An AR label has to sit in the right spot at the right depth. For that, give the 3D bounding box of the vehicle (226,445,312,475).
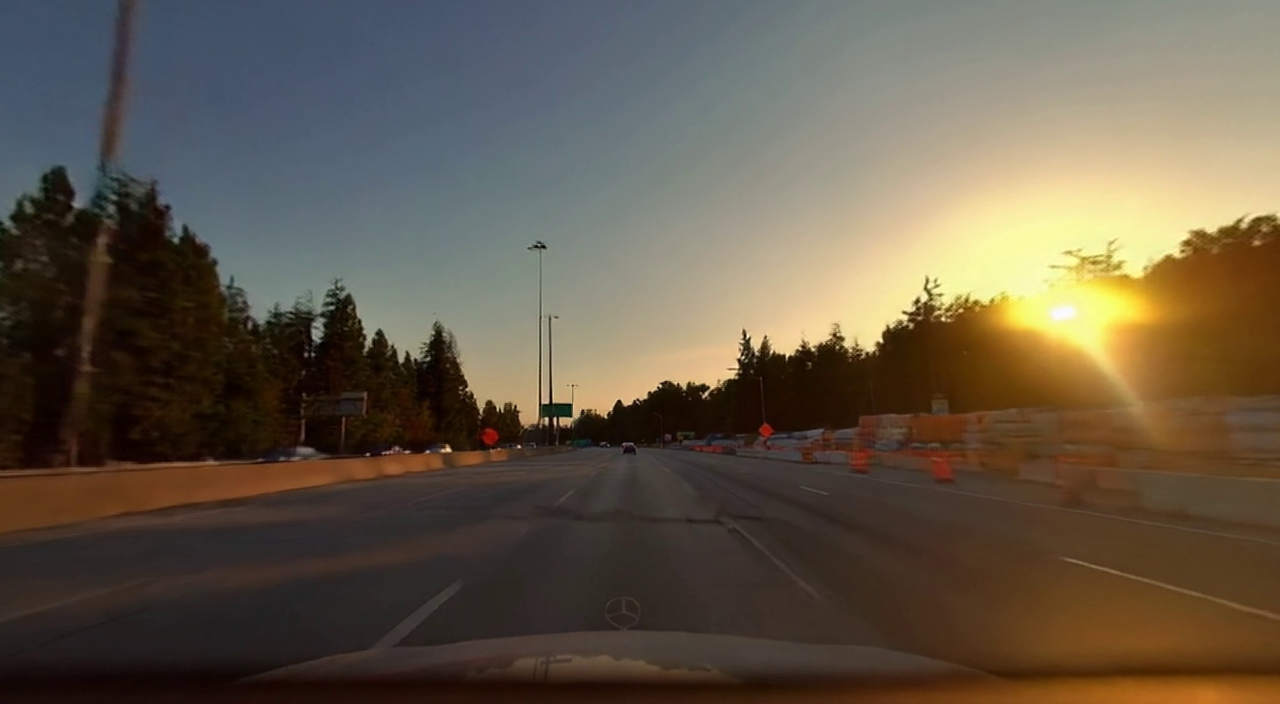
[{"bbox_3d":[-20.428,5.932,34.945,1.998,1.543,4.777,1,-9,-3],"label":"vehicle"}]
